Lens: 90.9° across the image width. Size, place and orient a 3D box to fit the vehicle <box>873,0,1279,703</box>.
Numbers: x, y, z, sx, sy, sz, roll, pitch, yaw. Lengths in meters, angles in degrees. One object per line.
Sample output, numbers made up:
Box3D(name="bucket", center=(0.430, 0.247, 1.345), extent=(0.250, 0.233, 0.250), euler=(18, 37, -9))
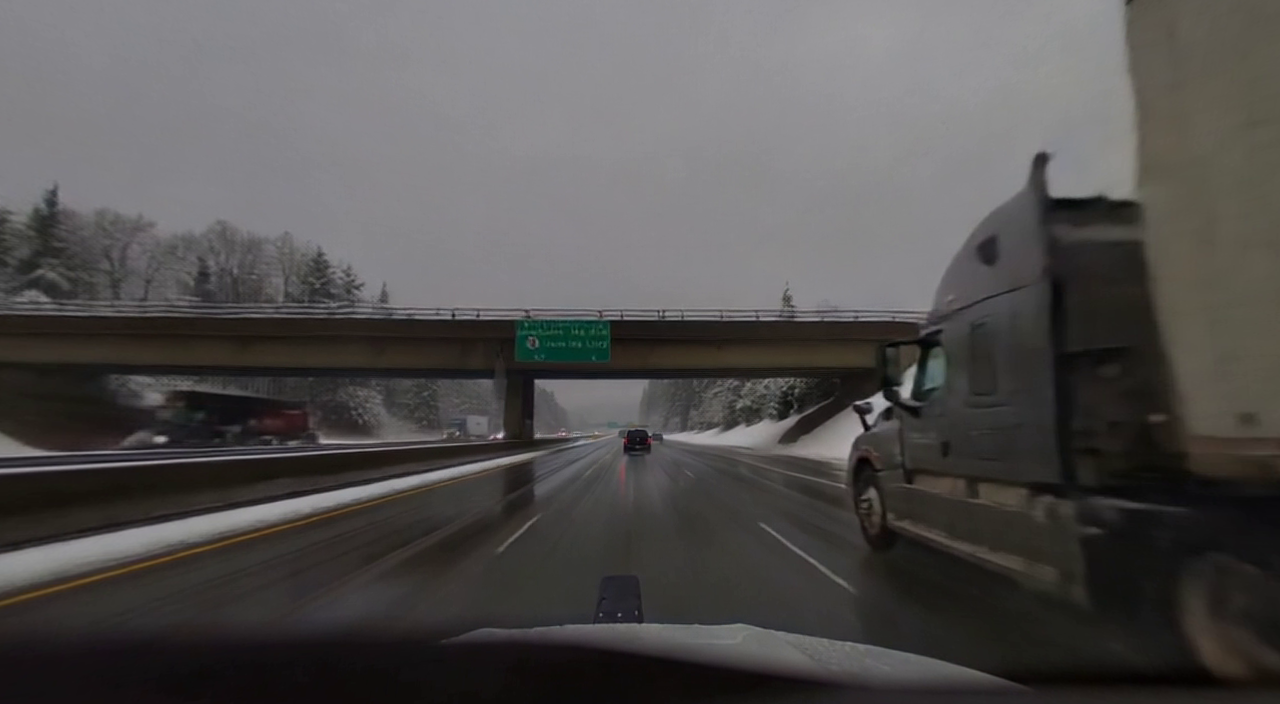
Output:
Box3D(name="vehicle", center=(4.014, -0.113, 3.457), extent=(3.036, 3.846, 5.889), euler=(0, -8, -1))

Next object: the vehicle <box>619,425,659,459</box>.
Box3D(name="vehicle", center=(-0.090, 5.481, 38.565), extent=(2.277, 1.913, 4.510), euler=(0, -8, -1))

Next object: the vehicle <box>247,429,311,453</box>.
Box3D(name="vehicle", center=(-22.833, 5.639, 40.001), extent=(1.709, 1.457, 4.012), euler=(0, -8, -1))

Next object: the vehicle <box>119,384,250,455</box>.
Box3D(name="vehicle", center=(-26.974, 4.124, 37.765), extent=(3.137, 3.871, 6.148), euler=(0, -8, -1))
